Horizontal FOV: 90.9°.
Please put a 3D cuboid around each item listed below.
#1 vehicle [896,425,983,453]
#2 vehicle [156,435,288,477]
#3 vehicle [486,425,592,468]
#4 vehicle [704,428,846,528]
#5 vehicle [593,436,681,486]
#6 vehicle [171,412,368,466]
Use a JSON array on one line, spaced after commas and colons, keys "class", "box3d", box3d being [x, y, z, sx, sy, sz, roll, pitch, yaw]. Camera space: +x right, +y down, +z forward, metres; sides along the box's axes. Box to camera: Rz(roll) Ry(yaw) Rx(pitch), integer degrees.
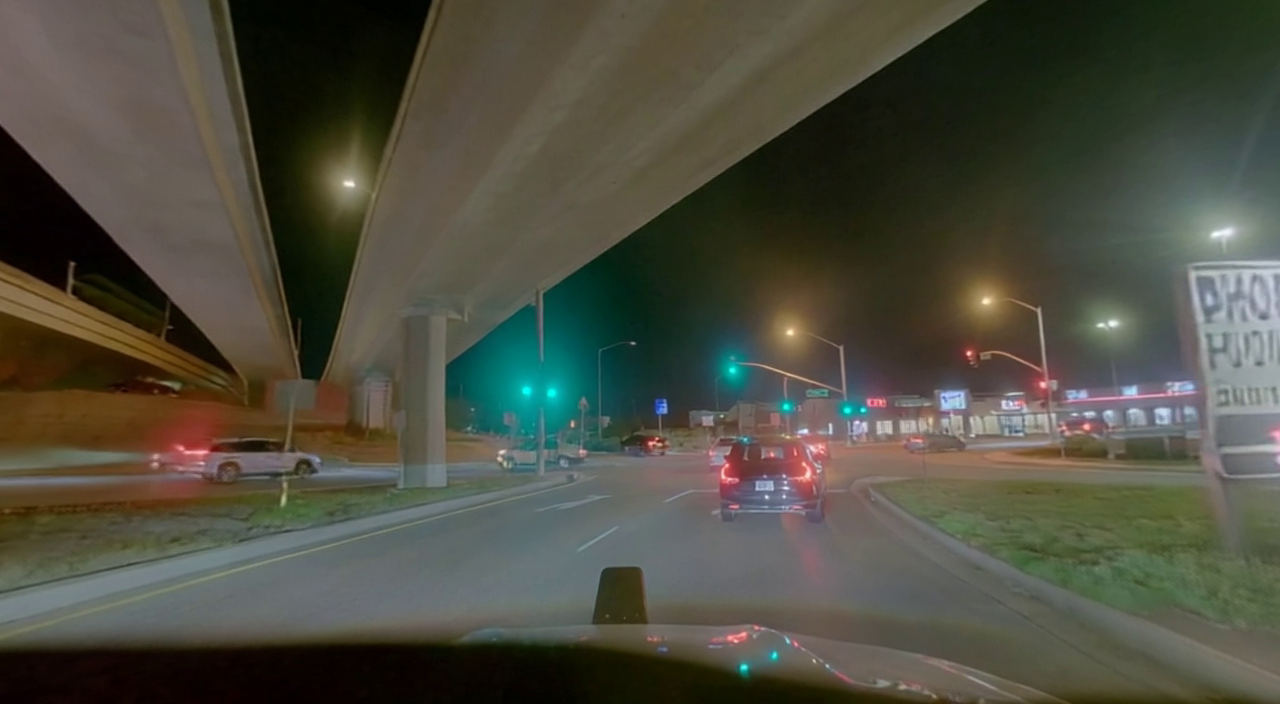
[{"class": "vehicle", "box3d": [18.150, 5.292, 38.249, 4.755, 1.623, 2.290, 4, -9, -28]}, {"class": "vehicle", "box3d": [-19.875, 4.943, 30.283, 4.827, 1.885, 2.008, 3, -9, -22]}, {"class": "vehicle", "box3d": [-4.988, 4.664, 31.093, 4.761, 1.930, 2.175, -5, -10, 28]}, {"class": "vehicle", "box3d": [2.509, 2.340, 12.331, 2.195, 1.571, 4.353, -2, -8, 9]}, {"class": "vehicle", "box3d": [0.038, 3.721, 21.954, 2.214, 1.519, 4.704, -2, -9, 10]}, {"class": "vehicle", "box3d": [-28.370, 6.897, 49.808, 3.136, 3.659, 13.988, -4, -9, 24]}]
